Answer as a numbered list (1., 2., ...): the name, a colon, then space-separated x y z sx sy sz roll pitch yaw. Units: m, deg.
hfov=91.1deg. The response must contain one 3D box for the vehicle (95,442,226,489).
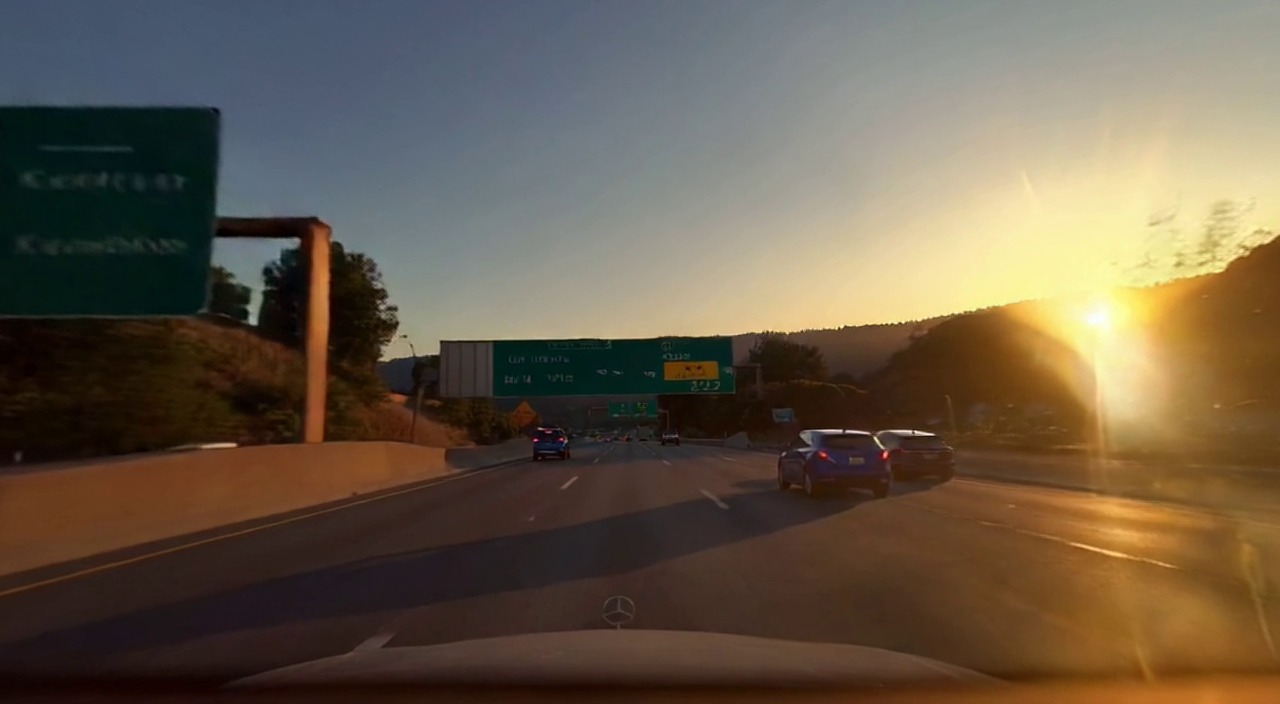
1. vehicle: -17.290 4.070 22.932 1.764 1.516 3.867 0 -8 -1

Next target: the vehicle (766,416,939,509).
1. vehicle: 4.076 2.166 12.878 2.011 1.576 4.060 0 -8 -2

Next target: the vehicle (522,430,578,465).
1. vehicle: -4.020 4.355 28.837 2.032 1.465 4.316 0 -8 -1
